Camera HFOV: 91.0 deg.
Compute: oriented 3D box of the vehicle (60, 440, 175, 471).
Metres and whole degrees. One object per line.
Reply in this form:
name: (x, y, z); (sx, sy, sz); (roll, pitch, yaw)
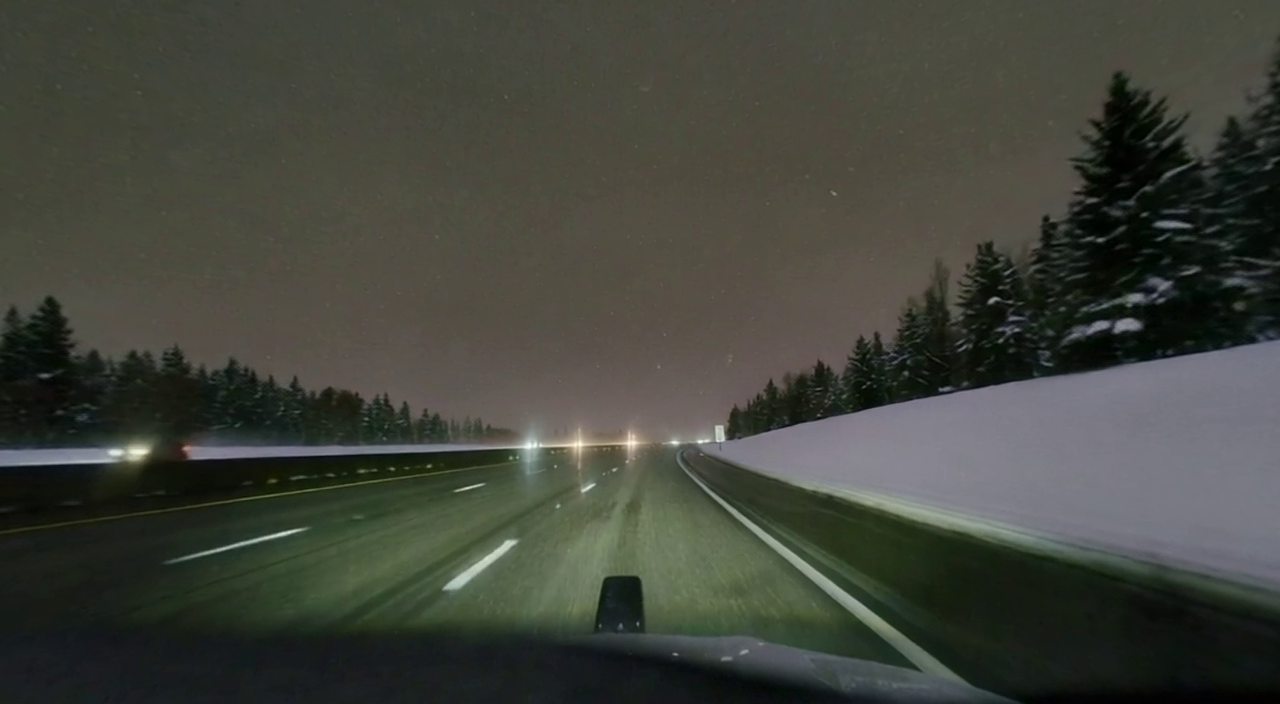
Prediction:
vehicle: (-28.357, 5.620, 34.447); (1.970, 1.543, 4.830); (0, -9, 3)
